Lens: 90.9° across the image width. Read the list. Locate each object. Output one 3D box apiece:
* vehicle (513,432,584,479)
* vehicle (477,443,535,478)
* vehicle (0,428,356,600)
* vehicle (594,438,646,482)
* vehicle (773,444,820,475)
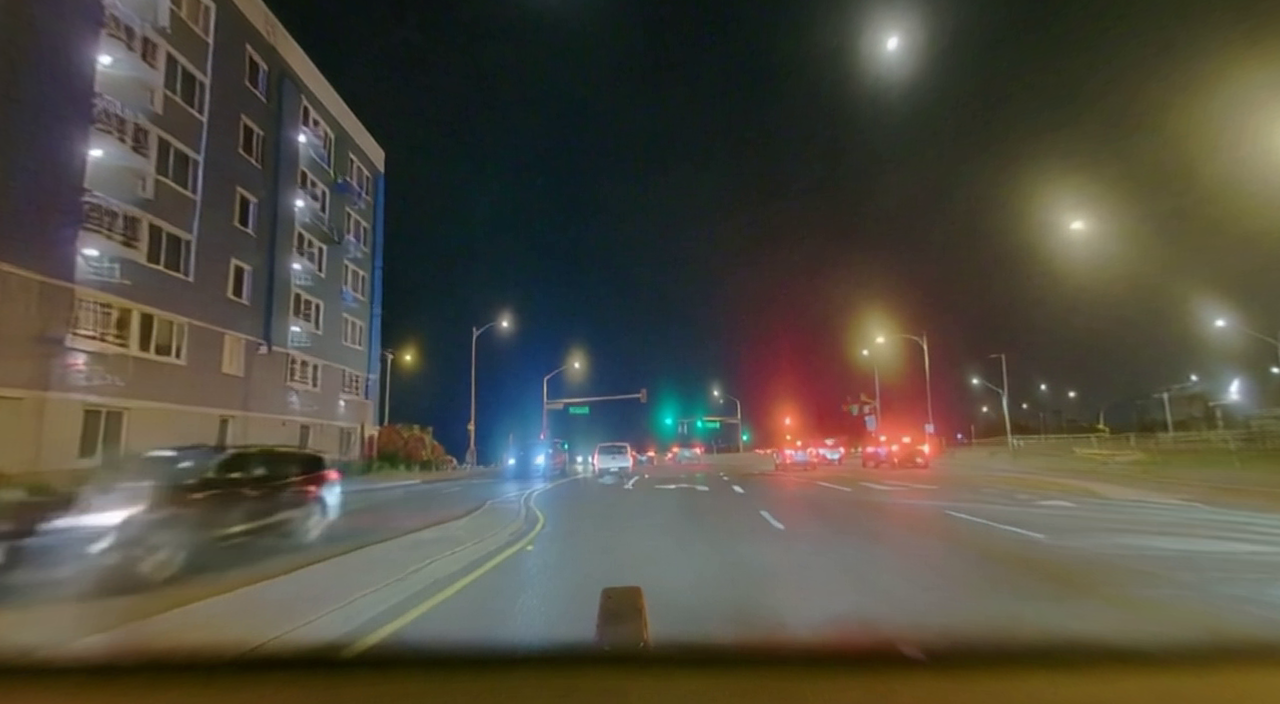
[{"bbox_3d":[-4.690,5.464,33.440,2.515,2.248,5.821,-1,-9,4],"label":"vehicle"},{"bbox_3d":[-7.522,6.155,35.893,2.123,1.831,4.304,-1,-9,3],"label":"vehicle"},{"bbox_3d":[-5.564,1.738,7.805,1.973,1.502,4.275,-1,-8,2],"label":"vehicle"},{"bbox_3d":[-0.867,4.830,28.687,2.160,1.786,4.702,0,-8,-1],"label":"vehicle"},{"bbox_3d":[9.596,6.619,39.036,1.952,1.749,4.311,-1,-8,3],"label":"vehicle"}]
